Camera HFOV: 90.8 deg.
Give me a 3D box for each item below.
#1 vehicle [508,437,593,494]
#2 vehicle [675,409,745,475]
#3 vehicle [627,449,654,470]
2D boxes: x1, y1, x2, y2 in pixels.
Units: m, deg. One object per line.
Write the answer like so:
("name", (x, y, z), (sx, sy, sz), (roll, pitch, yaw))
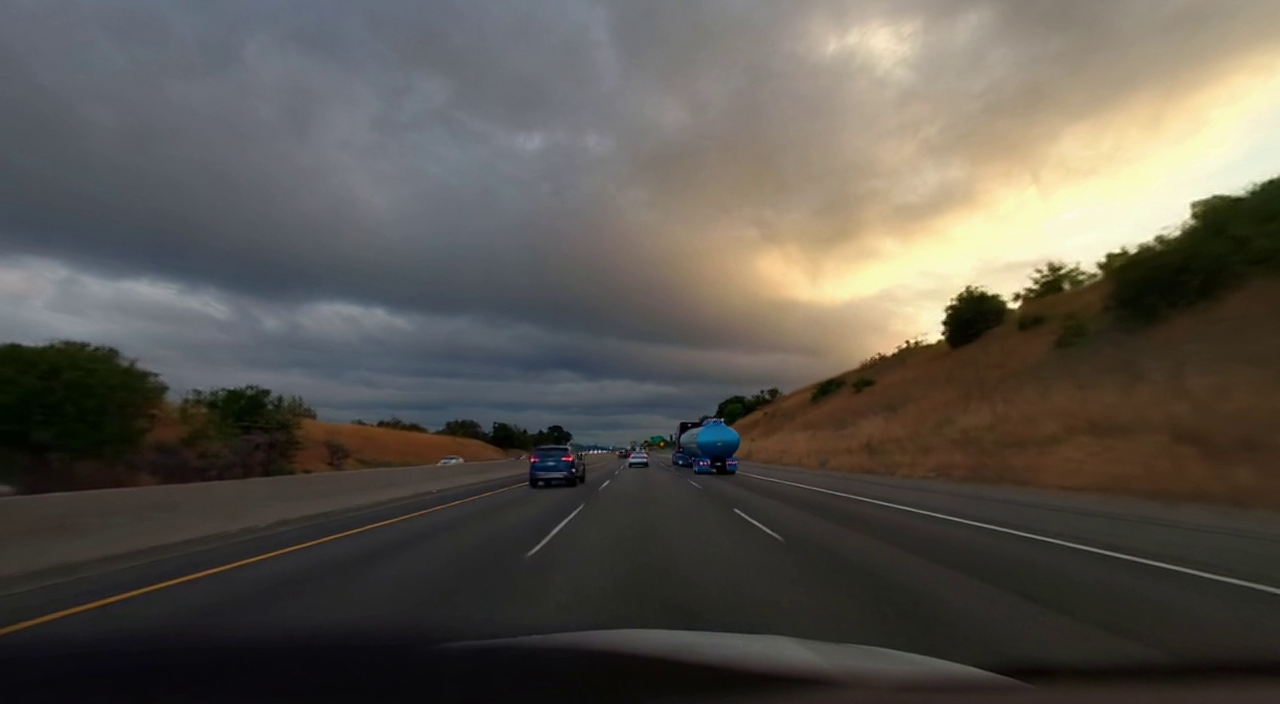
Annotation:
("vehicle", (-3.034, 3.992, 22.534), (2.258, 1.805, 4.665), (-1, -9, 1))
("vehicle", (4.251, 5.995, 41.689), (2.889, 3.606, 13.832), (0, -9, -1))
("vehicle", (0.035, 8.216, 48.456), (2.013, 1.498, 3.908), (0, -9, 0))
